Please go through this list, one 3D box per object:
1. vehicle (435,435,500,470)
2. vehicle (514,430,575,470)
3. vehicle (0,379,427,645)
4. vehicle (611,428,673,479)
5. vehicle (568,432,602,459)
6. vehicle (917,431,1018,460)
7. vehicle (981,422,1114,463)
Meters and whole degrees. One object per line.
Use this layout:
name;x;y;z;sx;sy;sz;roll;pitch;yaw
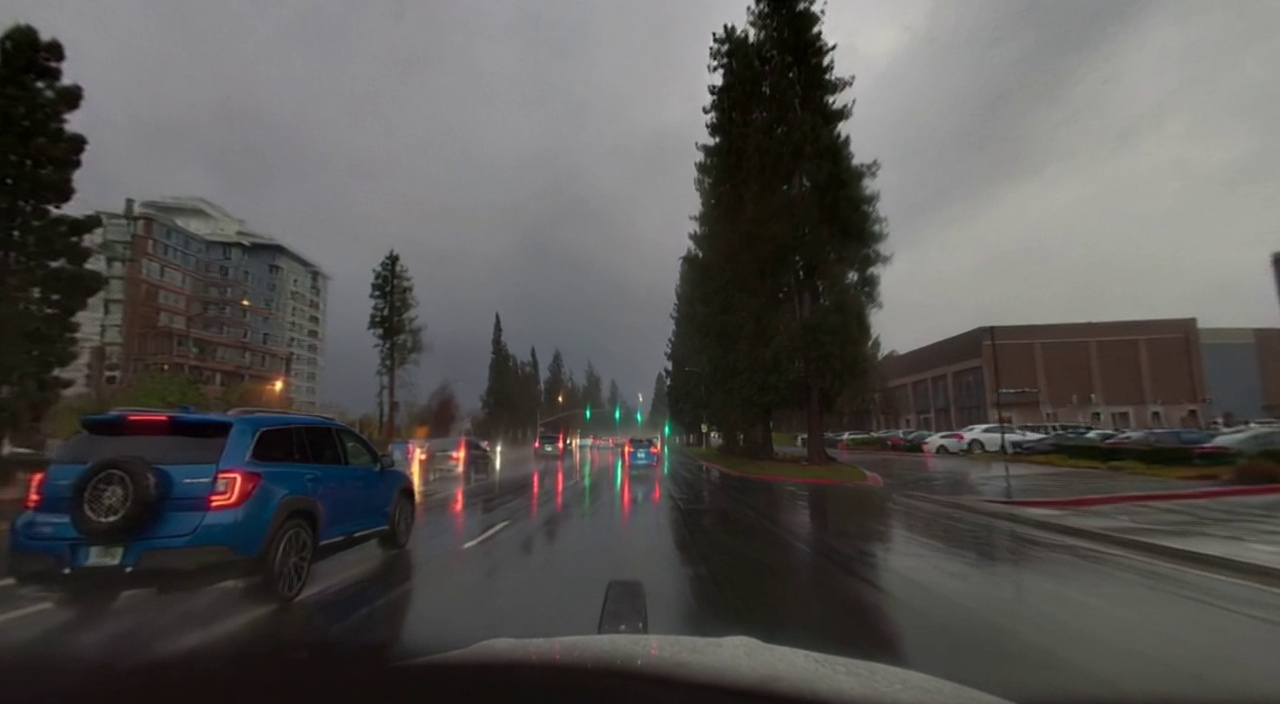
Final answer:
vehicle;-8.085;4.760;29.839;1.918;1.484;4.531;0;-9;-2
vehicle;-4.362;4.566;29.386;2.113;1.713;4.422;0;-9;0
vehicle;-3.830;1.298;6.041;2.070;1.641;4.152;0;-9;0
vehicle;0.070;3.647;22.698;2.042;1.641;4.187;0;-9;0
vehicle;-3.918;6.772;45.421;2.047;1.810;4.414;0;-9;1
vehicle;16.979;4.881;32.733;1.857;1.369;4.219;6;-10;-34
vehicle;17.359;3.875;26.924;4.329;1.656;1.873;0;-9;2
